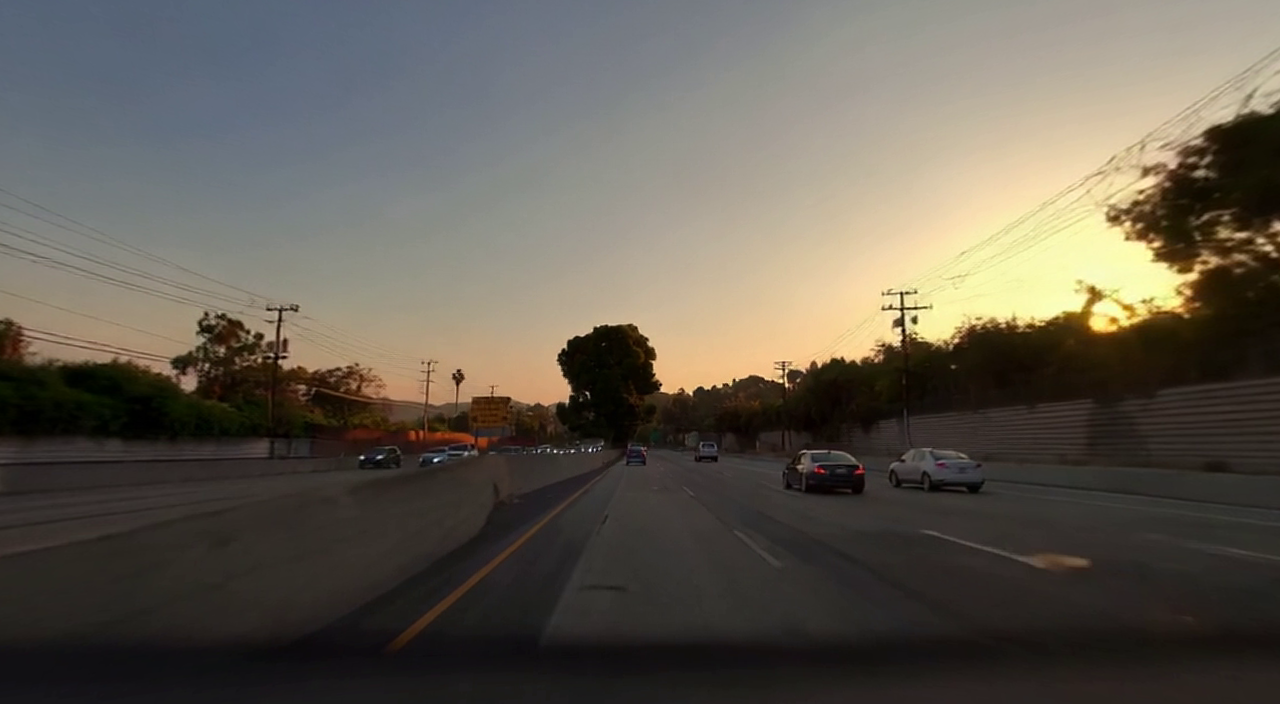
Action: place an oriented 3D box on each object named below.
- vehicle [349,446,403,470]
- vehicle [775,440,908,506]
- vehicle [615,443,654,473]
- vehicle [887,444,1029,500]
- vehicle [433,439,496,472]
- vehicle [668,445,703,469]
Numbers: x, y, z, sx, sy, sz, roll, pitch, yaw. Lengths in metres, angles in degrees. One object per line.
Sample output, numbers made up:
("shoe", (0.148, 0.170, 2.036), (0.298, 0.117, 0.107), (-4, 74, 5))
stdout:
("vehicle", (-20.526, 8.232, 49.429), (2.009, 1.788, 4.848), (0, -9, 1))
("vehicle", (5.177, 3.151, 17.006), (2.069, 1.520, 4.614), (0, -9, 0))
("vehicle", (-0.282, 5.649, 33.926), (1.993, 1.506, 3.883), (0, -8, -1))
("vehicle", (9.532, 3.592, 19.440), (1.969, 1.506, 4.422), (0, -9, -2))
("vehicle", (-10.103, 6.000, 36.753), (2.359, 1.762, 4.575), (0, -9, 0))
("vehicle", (2.996, 7.010, 42.401), (1.981, 1.480, 4.316), (0, -9, -1))
